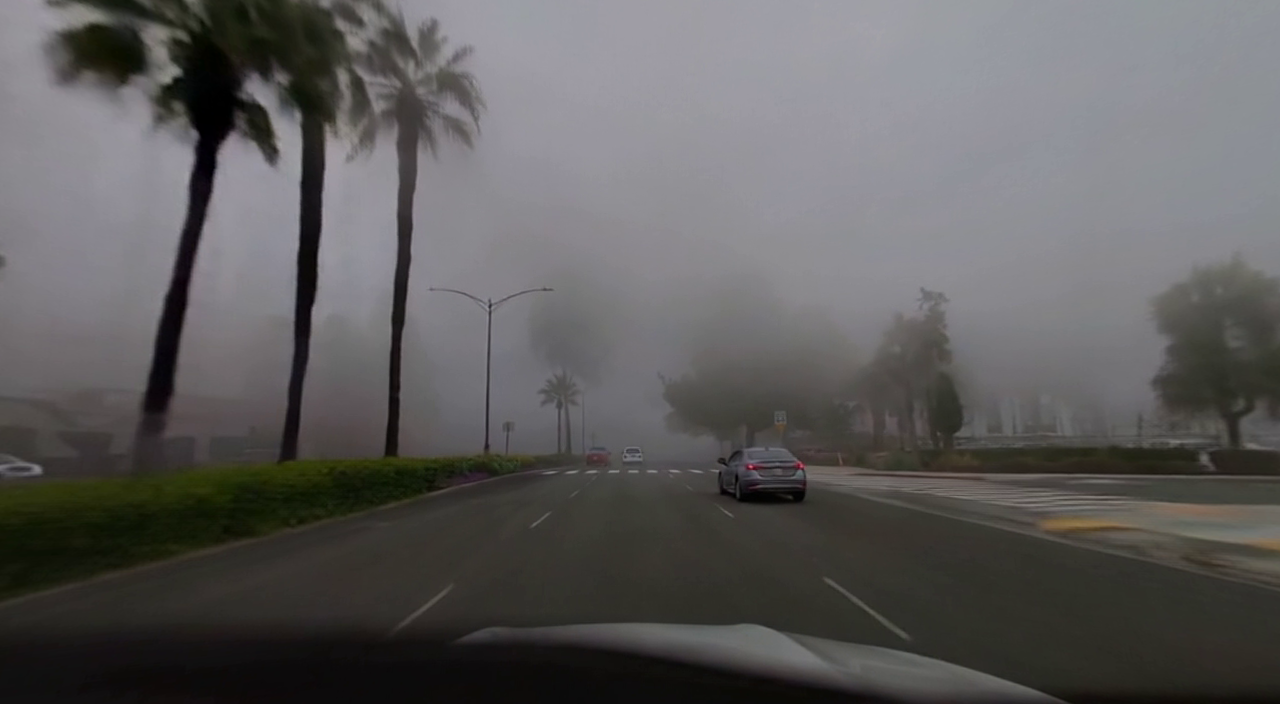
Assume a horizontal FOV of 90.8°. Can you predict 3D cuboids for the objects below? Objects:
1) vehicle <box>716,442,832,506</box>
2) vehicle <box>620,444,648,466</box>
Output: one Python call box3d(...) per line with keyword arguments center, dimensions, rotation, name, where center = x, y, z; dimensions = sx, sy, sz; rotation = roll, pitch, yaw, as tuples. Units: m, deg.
box3d(center=(3.507, 3.290, 17.569), dimensions=(2.090, 1.503, 4.566), rotation=(0, -9, -2), name="vehicle")
box3d(center=(-0.477, 8.088, 49.636), dimensions=(2.102, 1.653, 3.698), rotation=(0, -9, -1), name="vehicle")
